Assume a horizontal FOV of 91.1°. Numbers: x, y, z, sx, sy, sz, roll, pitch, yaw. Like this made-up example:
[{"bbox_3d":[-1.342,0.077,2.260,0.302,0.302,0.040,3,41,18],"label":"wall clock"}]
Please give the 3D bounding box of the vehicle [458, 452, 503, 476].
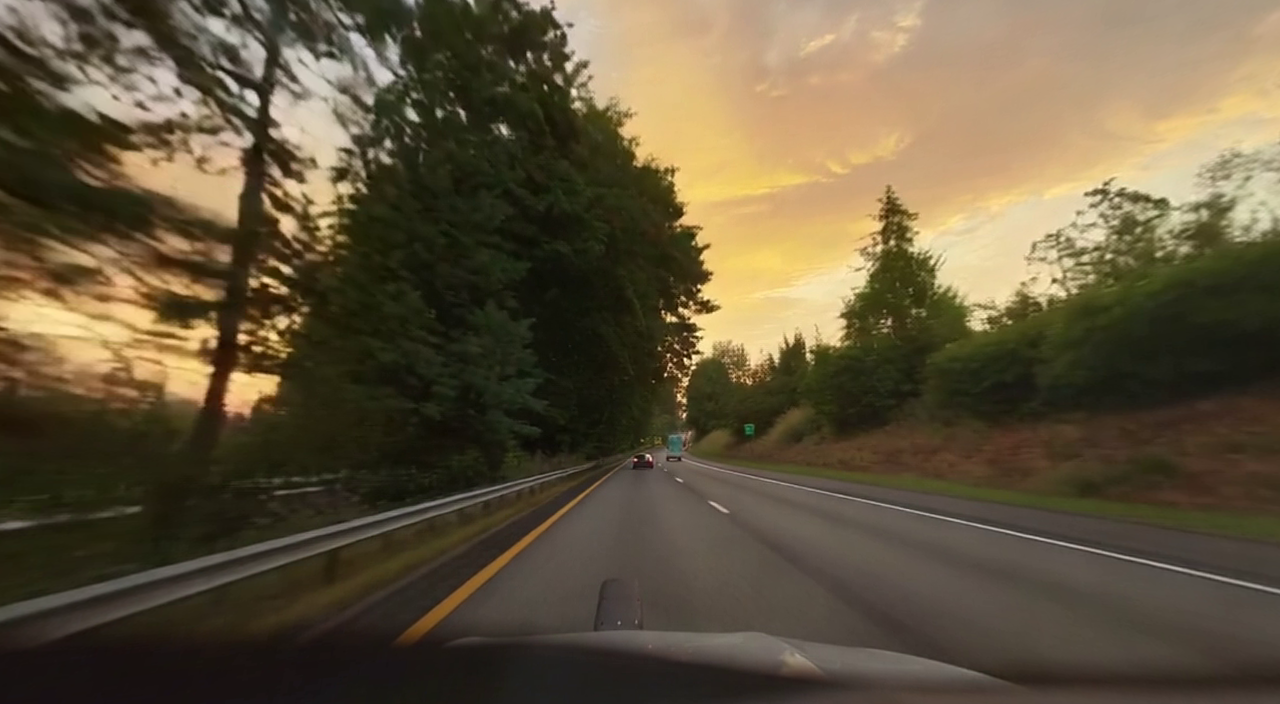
[{"bbox_3d":[-11.914,8.412,47.285,2.244,1.653,4.539,-1,-9,0],"label":"vehicle"}]
